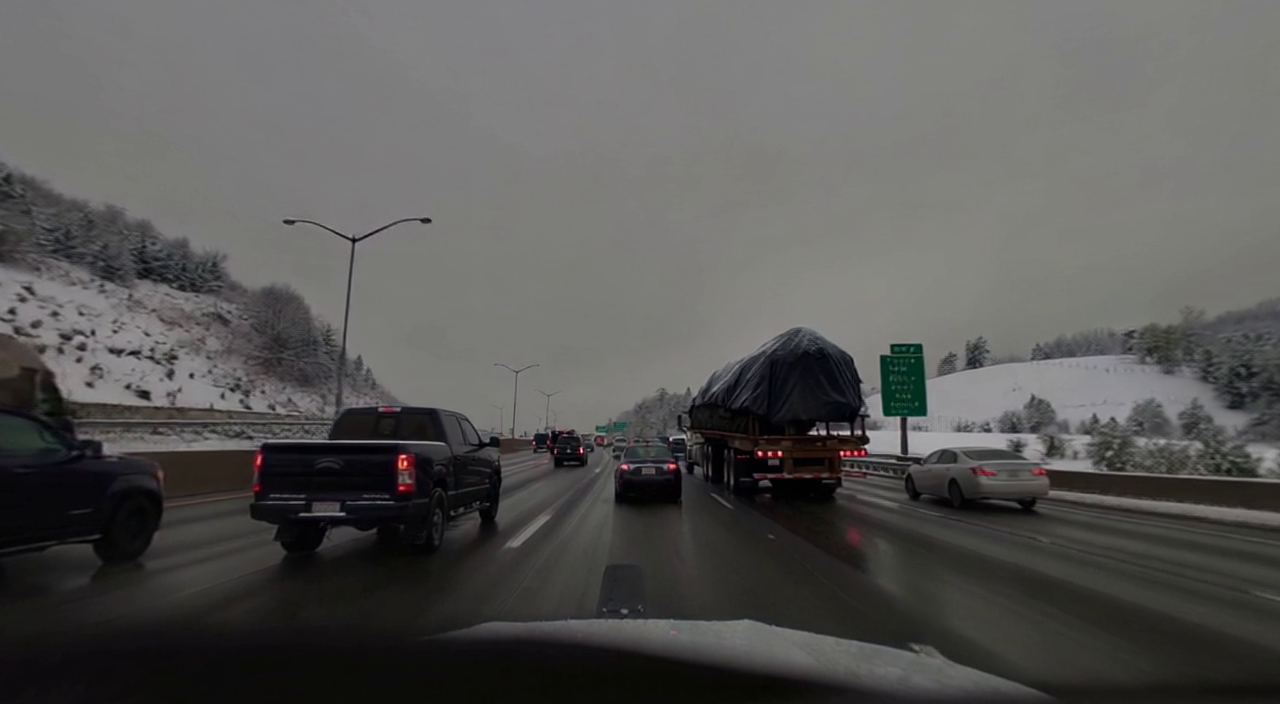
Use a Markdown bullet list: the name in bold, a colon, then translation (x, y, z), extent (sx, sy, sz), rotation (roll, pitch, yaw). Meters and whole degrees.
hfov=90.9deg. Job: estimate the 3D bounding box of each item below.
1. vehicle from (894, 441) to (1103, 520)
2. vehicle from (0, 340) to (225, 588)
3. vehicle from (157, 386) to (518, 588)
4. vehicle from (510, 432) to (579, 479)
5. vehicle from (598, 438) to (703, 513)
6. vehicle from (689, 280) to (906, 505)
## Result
- **vehicle**: translation (7.744, 2.775, 14.225), extent (2.092, 1.495, 4.194), rotation (0, -8, -3)
- **vehicle**: translation (-7.580, 0.985, 5.453), extent (3.150, 2.303, 7.133), rotation (0, -8, 0)
- **vehicle**: translation (-3.379, 1.660, 8.712), extent (2.318, 1.902, 5.374), rotation (0, -8, 0)
- **vehicle**: translation (-3.957, 4.406, 27.104), extent (2.348, 1.821, 5.061), rotation (0, -8, -2)
- **vehicle**: translation (0.153, 2.776, 14.702), extent (2.105, 1.471, 3.978), rotation (0, -8, -2)
- **vehicle**: translation (3.256, 1.490, 16.912), extent (2.759, 4.098, 10.906), rotation (0, -8, -1)
